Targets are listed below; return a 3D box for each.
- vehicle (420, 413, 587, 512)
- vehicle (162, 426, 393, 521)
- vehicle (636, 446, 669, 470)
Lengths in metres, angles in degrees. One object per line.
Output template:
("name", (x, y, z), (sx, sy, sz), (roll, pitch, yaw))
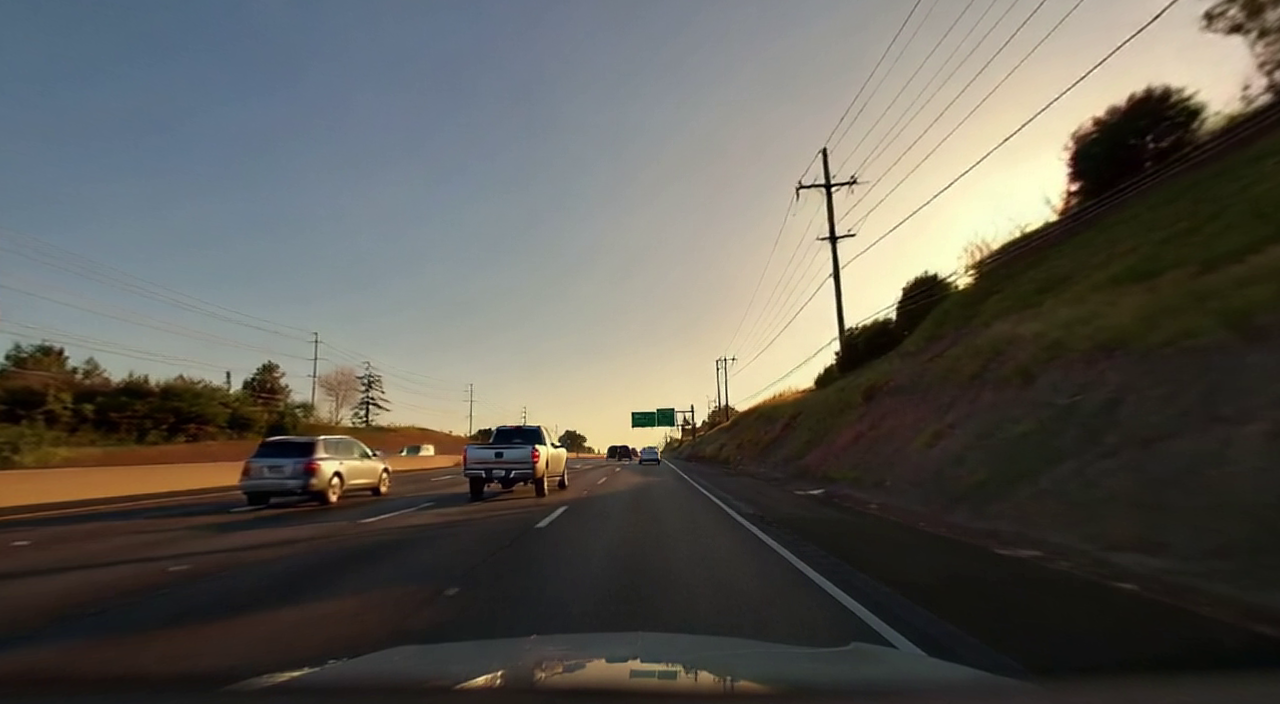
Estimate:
("vehicle", (-3.173, 2.814, 16.569), (2.972, 2.087, 6.126), (0, -8, 1))
("vehicle", (-7.475, 2.542, 13.767), (2.143, 1.688, 4.776), (0, -8, 1))
("vehicle", (0.797, 7.065, 42.132), (2.025, 1.485, 4.310), (0, -8, -1))
